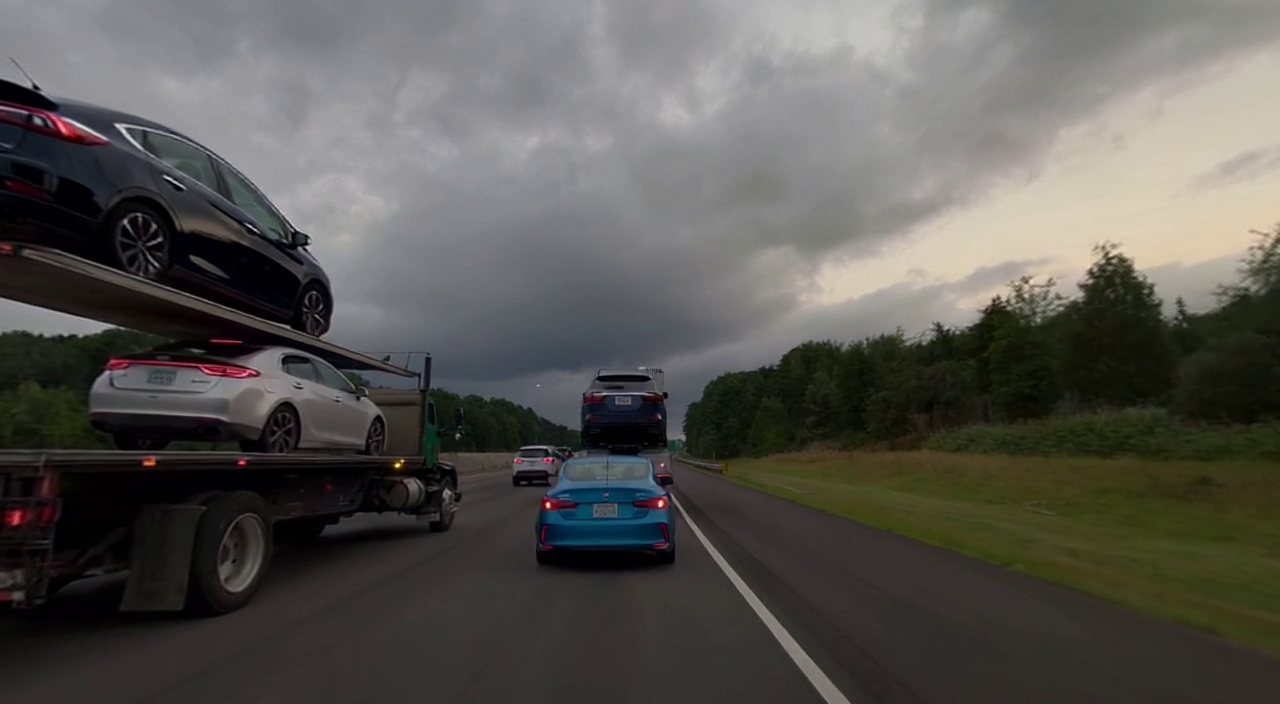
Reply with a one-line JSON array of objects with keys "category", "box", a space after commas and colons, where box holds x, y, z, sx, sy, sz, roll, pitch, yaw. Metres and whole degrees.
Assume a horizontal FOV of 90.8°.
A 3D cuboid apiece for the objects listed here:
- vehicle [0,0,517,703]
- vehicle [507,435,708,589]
[{"category": "vehicle", "box": [-4.610, 0.754, 9.217, 2.836, 4.059, 14.286, 0, -9, 0]}, {"category": "vehicle", "box": [-0.343, 1.856, 8.030, 1.991, 1.507, 3.391, 0, -9, -1]}]
